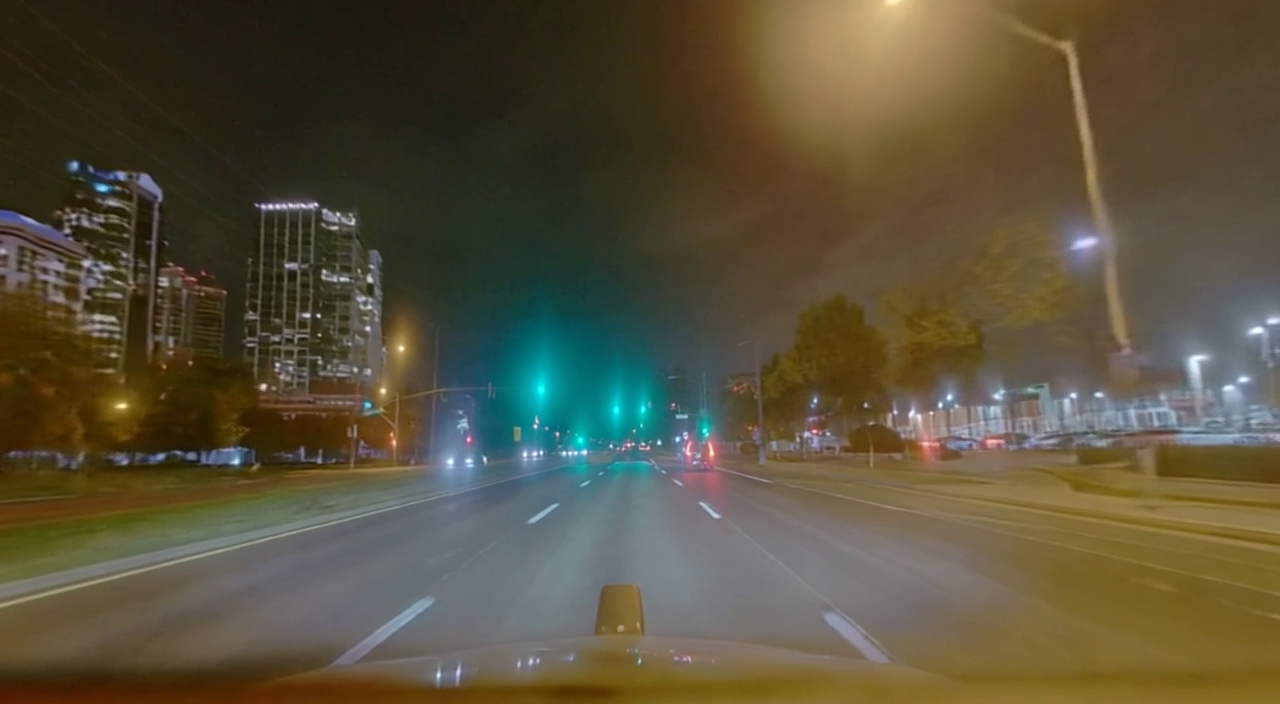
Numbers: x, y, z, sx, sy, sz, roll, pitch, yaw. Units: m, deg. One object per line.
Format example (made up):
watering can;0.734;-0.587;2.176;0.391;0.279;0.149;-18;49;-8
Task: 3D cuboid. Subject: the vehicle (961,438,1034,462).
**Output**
vehicle;22.493;6.164;39.834;3.536;1.412;1.727;0;-9;-1

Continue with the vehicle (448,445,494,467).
vehicle;-12.243;7.570;46.194;2.005;1.493;4.682;0;-9;1

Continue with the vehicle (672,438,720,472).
vehicle;3.015;5.661;34.925;2.069;1.761;4.610;0;-9;-2

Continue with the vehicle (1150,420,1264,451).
vehicle;34.262;5.072;38.276;4.842;1.770;2.089;0;-9;0
